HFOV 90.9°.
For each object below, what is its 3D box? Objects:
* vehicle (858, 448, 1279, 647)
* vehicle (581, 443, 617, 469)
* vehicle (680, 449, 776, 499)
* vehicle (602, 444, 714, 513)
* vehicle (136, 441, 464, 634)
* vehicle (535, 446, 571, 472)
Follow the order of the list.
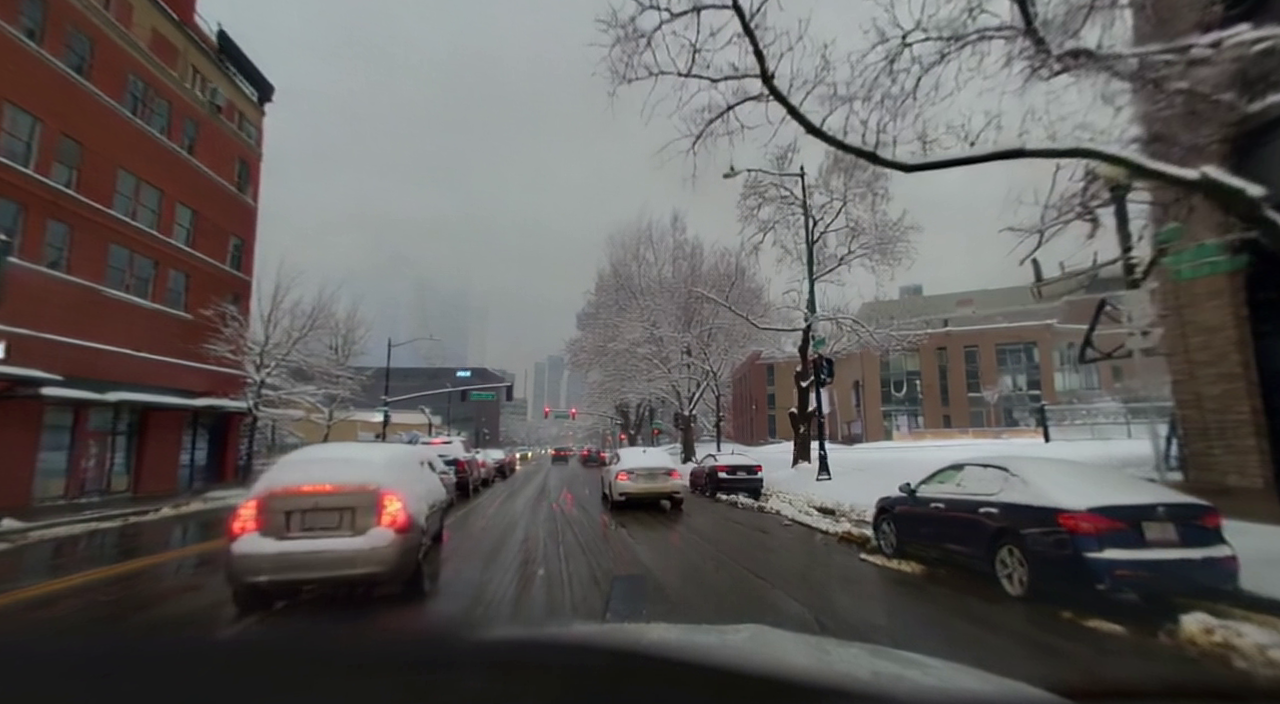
[{"bbox_3d":[4.322,1.892,7.170,1.986,1.555,3.879,1,-9,-5],"label":"vehicle"},{"bbox_3d":[-3.142,7.772,47.444,2.418,1.816,4.300,1,-9,-7],"label":"vehicle"},{"bbox_3d":[2.784,3.988,21.087,1.956,1.446,4.537,1,-9,-8],"label":"vehicle"},{"bbox_3d":[0.274,3.097,16.041,2.150,1.464,4.467,1,-9,-7],"label":"vehicle"},{"bbox_3d":[-3.248,1.762,7.242,2.169,1.427,4.531,2,-9,-13],"label":"vehicle"},{"bbox_3d":[-5.422,6.666,39.532,2.102,1.521,4.078,1,-9,-7],"label":"vehicle"}]
